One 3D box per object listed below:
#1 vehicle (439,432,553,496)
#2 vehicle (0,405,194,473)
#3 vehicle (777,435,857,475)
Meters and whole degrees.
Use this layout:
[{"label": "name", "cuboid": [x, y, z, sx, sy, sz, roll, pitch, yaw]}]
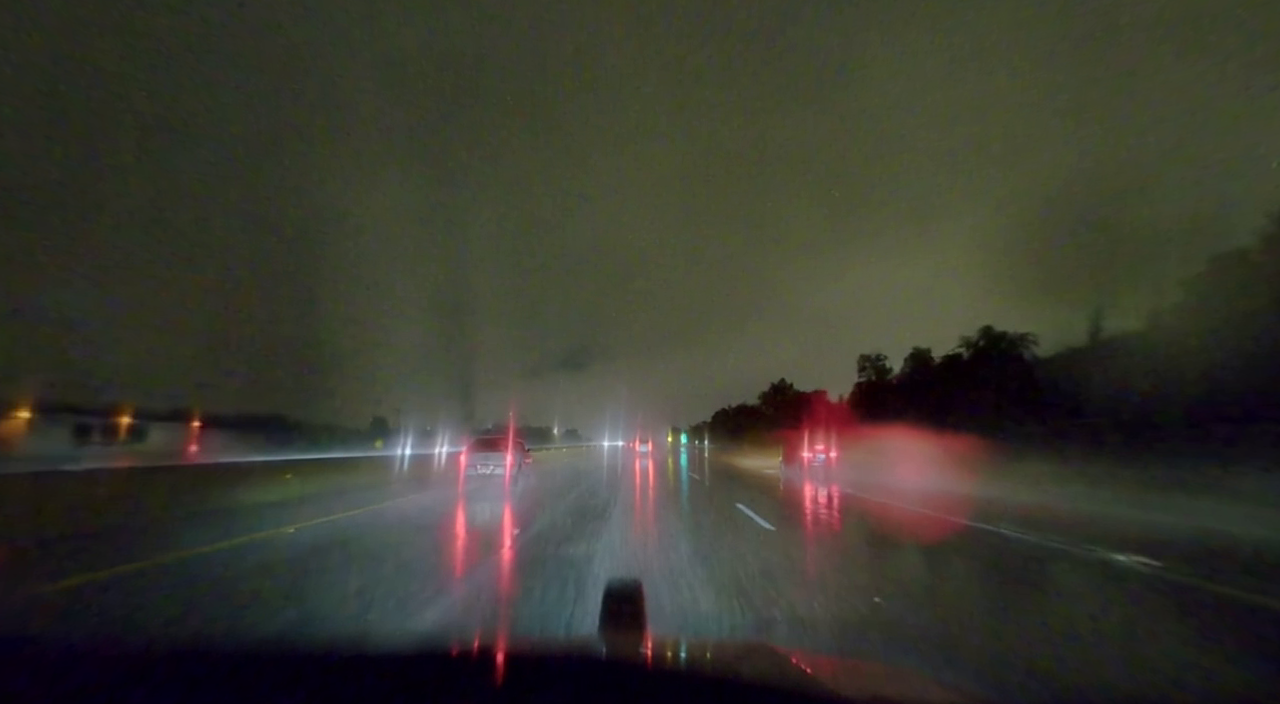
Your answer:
[{"label": "vehicle", "cuboid": [-3.815, 3.058, 17.504, 2.050, 1.546, 4.344, 0, -8, 1]}, {"label": "vehicle", "cuboid": [-38.968, 6.198, 44.090, 2.870, 3.956, 16.880, 0, -8, 0]}, {"label": "vehicle", "cuboid": [7.292, 4.309, 26.447, 1.870, 1.493, 5.015, 0, -8, -1]}]
